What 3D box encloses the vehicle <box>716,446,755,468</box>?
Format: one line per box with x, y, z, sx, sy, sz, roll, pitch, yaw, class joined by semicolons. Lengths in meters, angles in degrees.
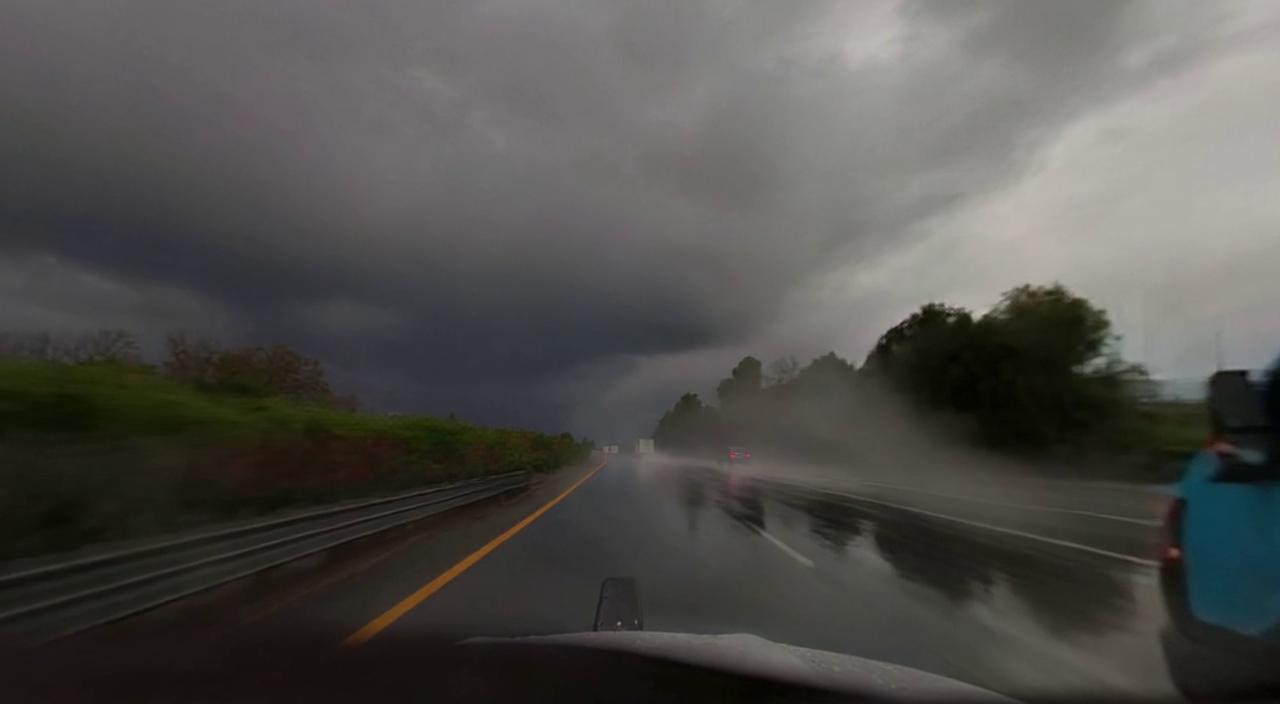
6.713;7.421;44.612;1.942;1.462;3.926;0;-9;-3;vehicle
